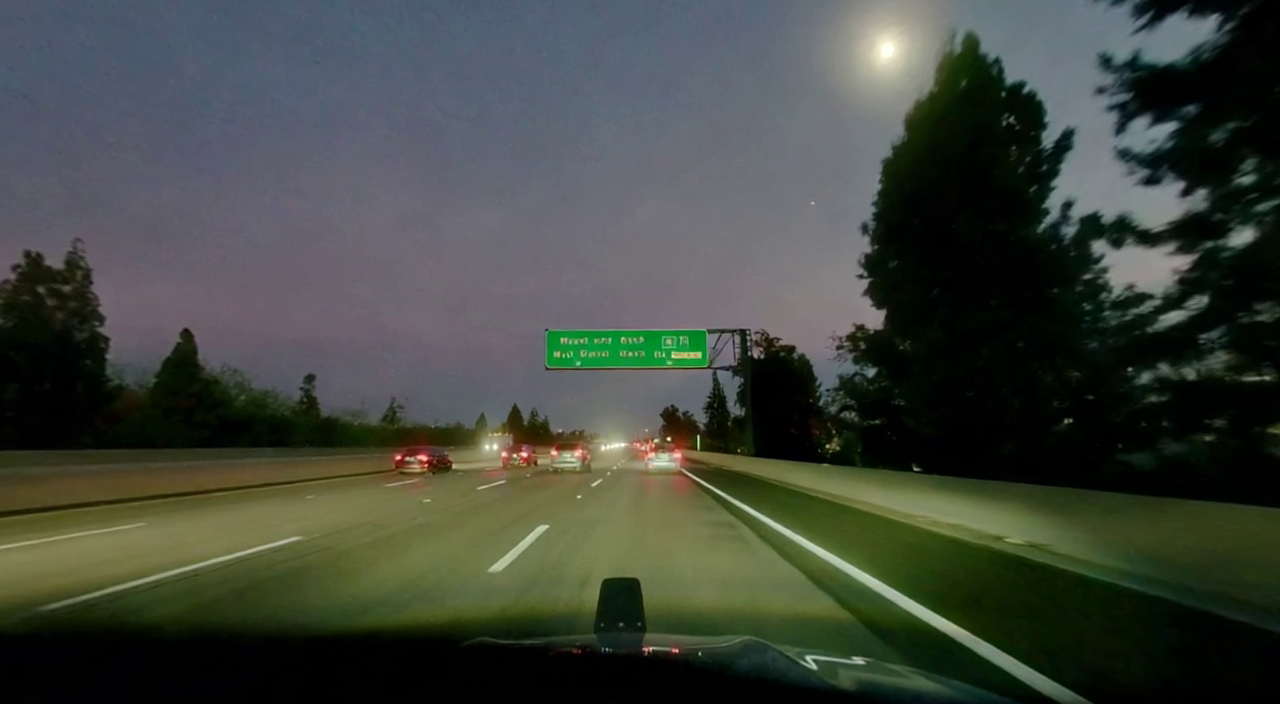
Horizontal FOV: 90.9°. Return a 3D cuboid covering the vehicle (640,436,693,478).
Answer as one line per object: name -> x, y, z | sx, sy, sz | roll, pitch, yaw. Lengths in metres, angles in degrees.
vehicle -> 1.082, 4.708, 28.609 | 2.135, 1.697, 4.757 | 0, -8, -1

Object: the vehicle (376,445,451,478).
vehicle -> -11.046, 5.343, 31.152 | 1.951, 1.491, 4.697 | 0, -8, 1

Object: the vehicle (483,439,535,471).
vehicle -> -7.770, 6.133, 37.890 | 2.078, 1.779, 4.610 | 0, -8, 1

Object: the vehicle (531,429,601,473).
vehicle -> -3.651, 5.070, 32.424 | 2.751, 2.050, 5.761 | 0, -8, 1
